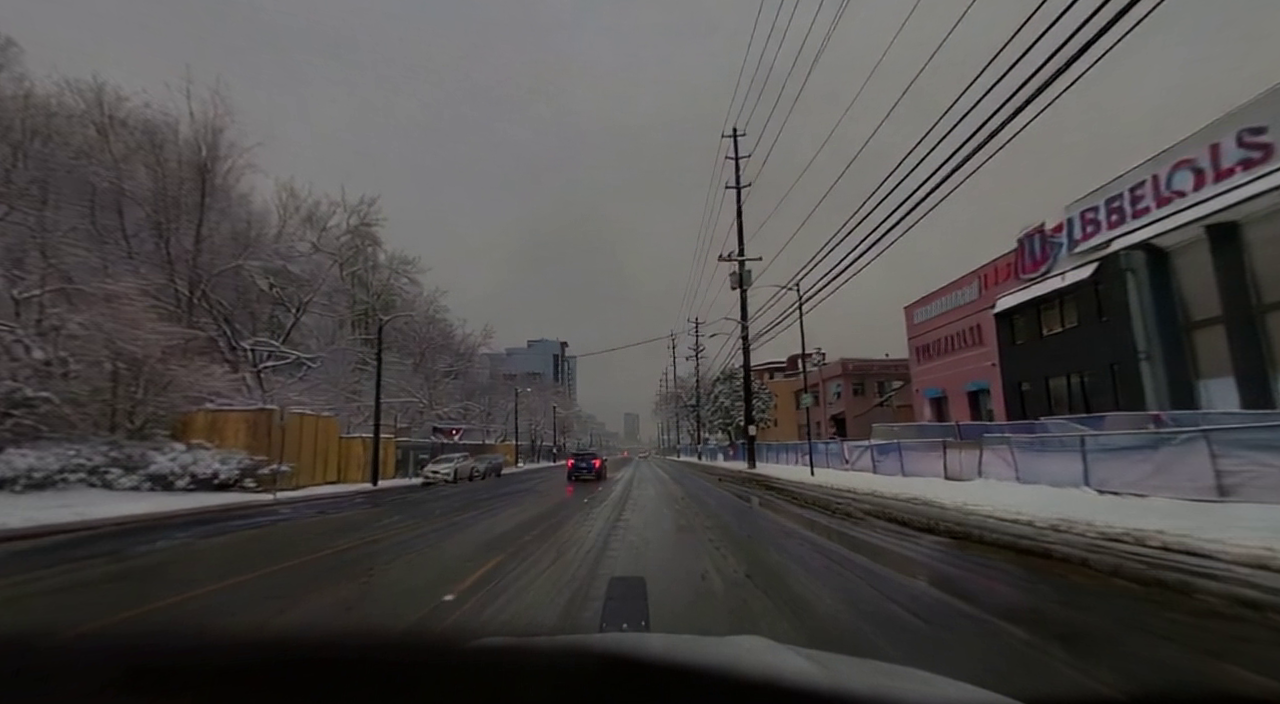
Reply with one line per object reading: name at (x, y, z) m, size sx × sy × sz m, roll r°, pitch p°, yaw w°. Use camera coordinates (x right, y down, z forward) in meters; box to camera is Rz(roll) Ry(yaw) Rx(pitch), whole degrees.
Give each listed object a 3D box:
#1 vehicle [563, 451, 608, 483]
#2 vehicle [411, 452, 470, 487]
vehicle at (-2.906, 6.227, 34.484) m, size 2.036 × 1.589 × 4.549 m, roll -1°, pitch -9°, yaw 1°
vehicle at (-11.799, 6.955, 37.662) m, size 2.052 × 1.898 × 4.253 m, roll -1°, pitch -9°, yaw 1°
